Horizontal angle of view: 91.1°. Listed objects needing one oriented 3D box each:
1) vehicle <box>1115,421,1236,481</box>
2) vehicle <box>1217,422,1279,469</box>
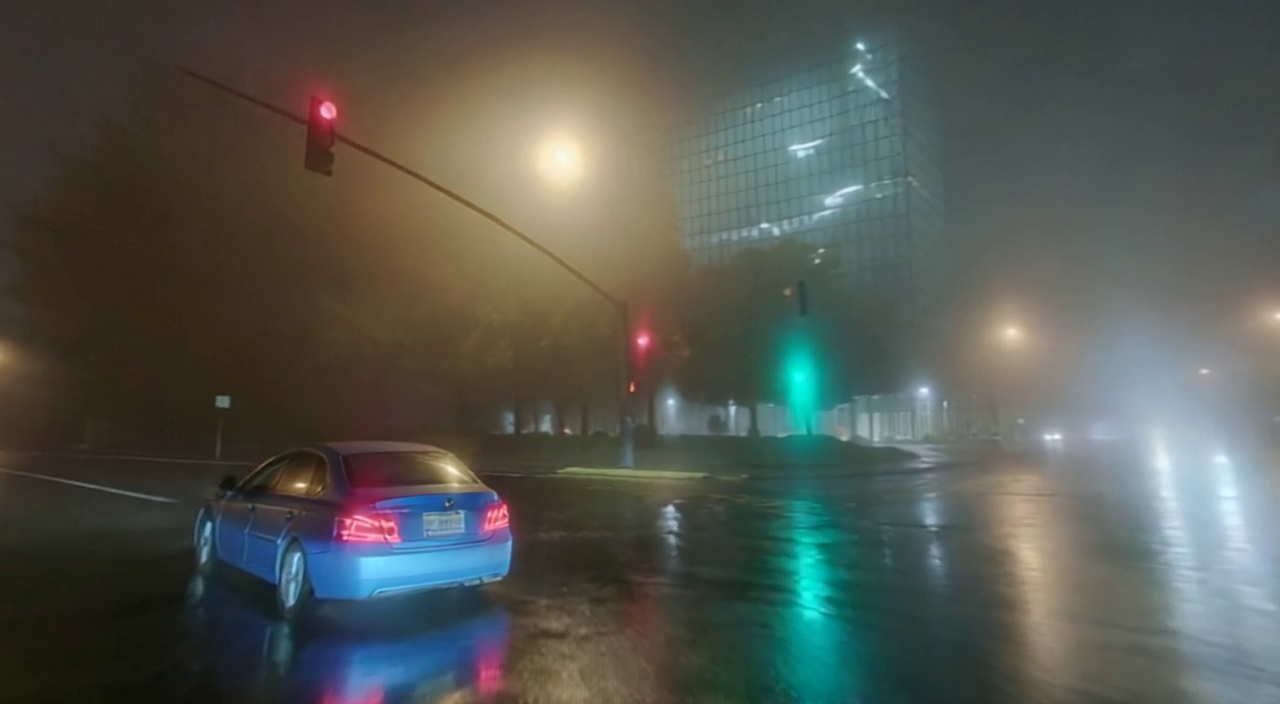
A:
[{"bbox_3d":[15.467,2.881,18.407,2.068,1.486,4.664,-6,-10,33],"label":"vehicle"},{"bbox_3d":[21.470,3.166,21.288,1.973,1.456,4.287,-6,-10,32],"label":"vehicle"}]
